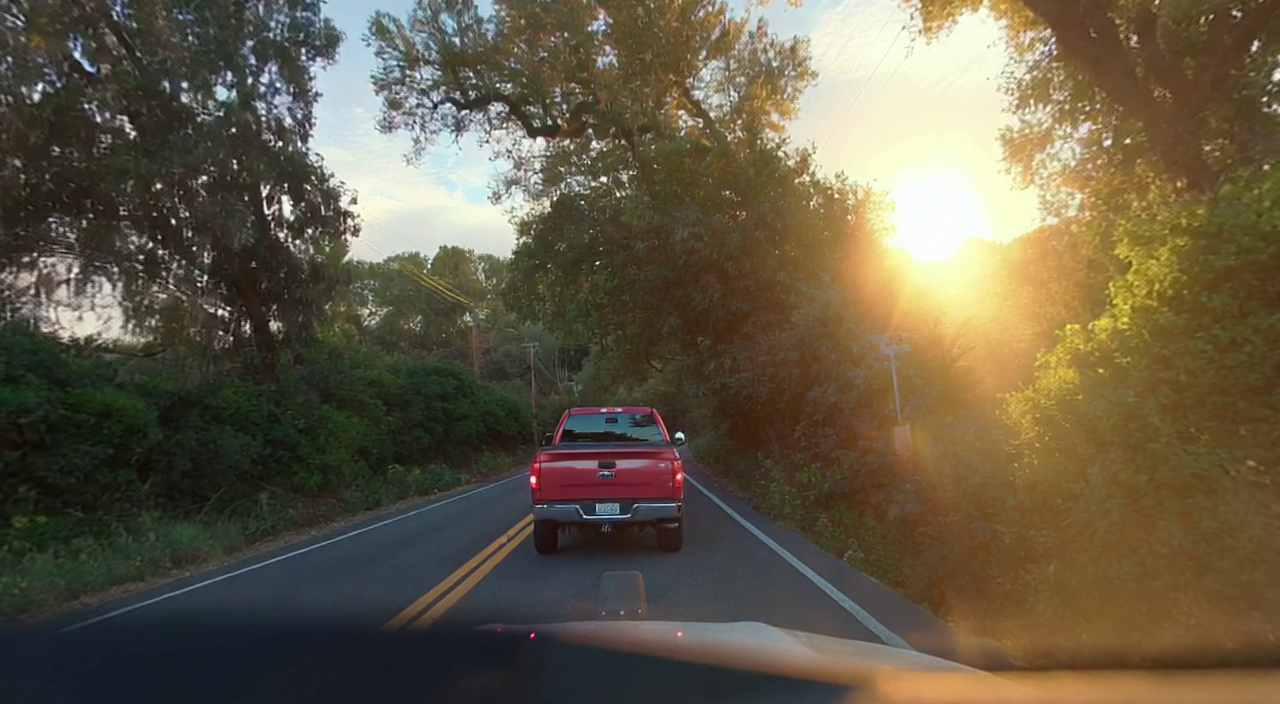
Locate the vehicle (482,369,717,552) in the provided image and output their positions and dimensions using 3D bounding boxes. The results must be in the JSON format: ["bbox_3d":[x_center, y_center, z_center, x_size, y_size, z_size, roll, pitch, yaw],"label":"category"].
[{"bbox_3d":[-0.533,1.748,10.720,2.837,2.223,5.885,0,-8,-1],"label":"vehicle"}]
